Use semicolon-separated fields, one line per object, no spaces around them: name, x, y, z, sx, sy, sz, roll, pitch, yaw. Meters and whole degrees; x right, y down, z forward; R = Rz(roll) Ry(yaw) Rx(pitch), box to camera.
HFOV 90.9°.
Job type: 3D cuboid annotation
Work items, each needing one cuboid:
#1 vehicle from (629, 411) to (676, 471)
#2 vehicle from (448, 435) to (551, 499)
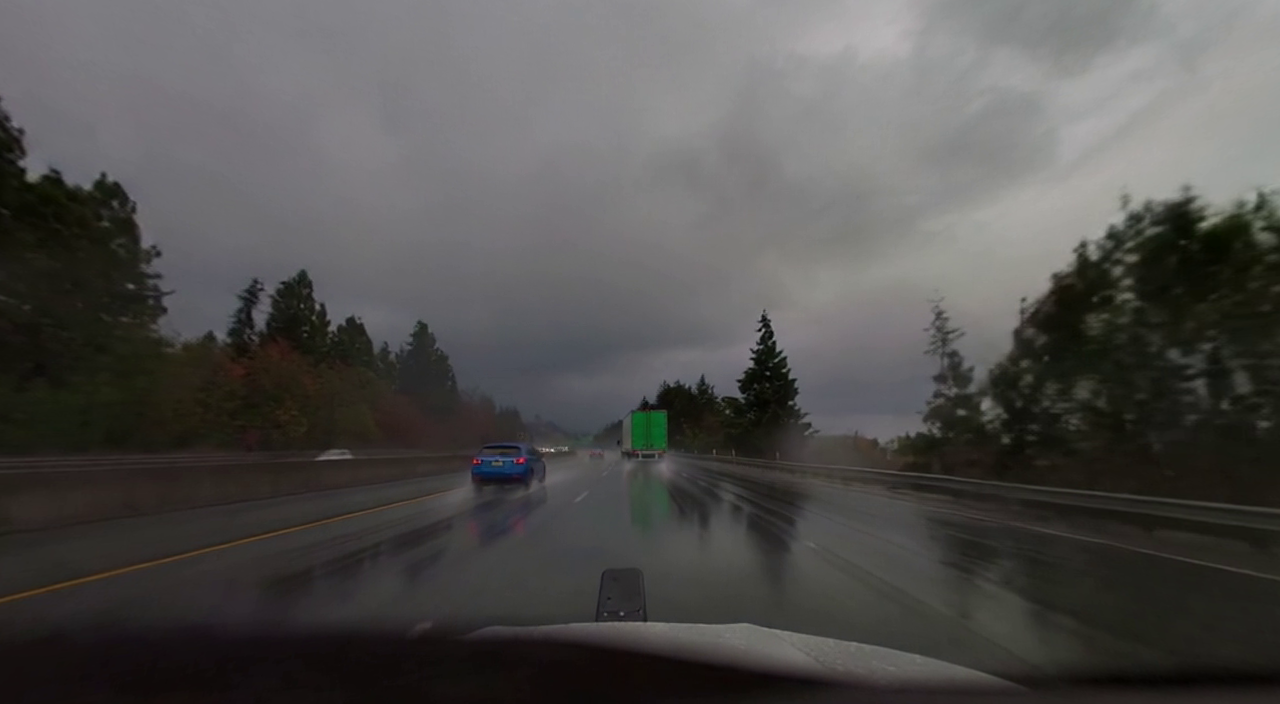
vehicle;0.680;6.197;43.425;2.893;3.628;9.081;0;-9;-1
vehicle;-3.853;3.234;18.044;1.977;1.602;3.944;0;-9;1
